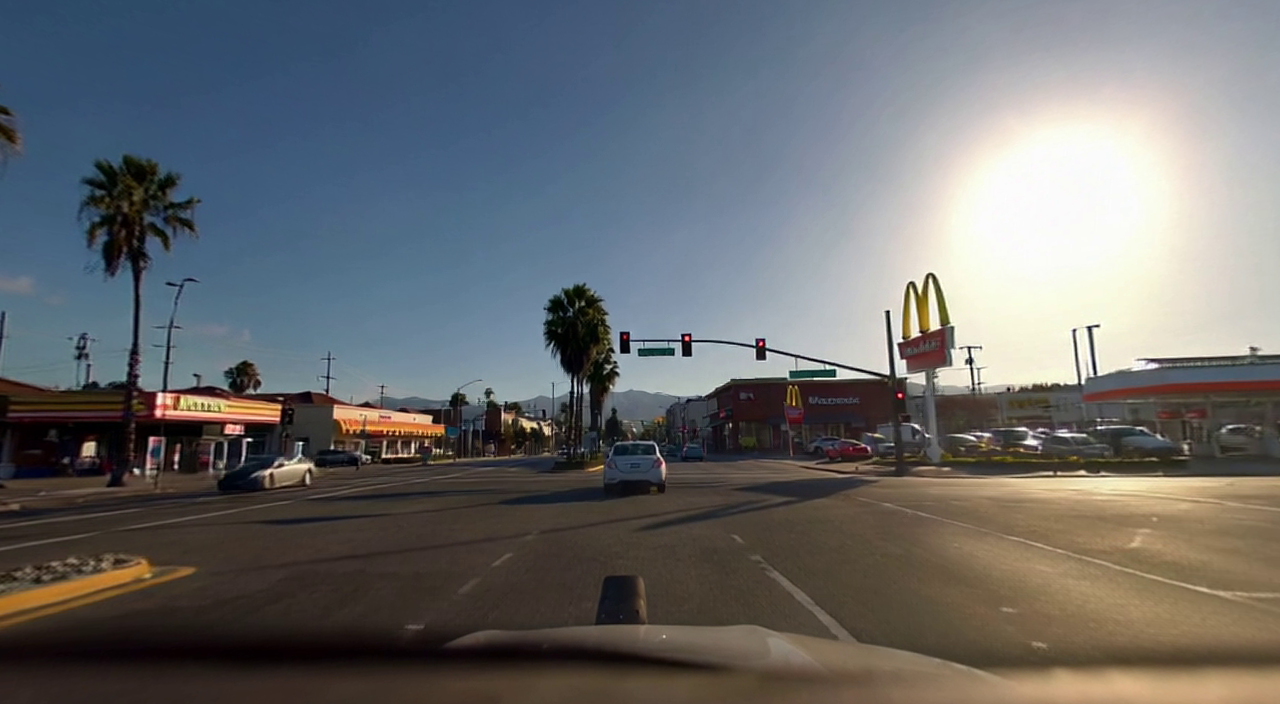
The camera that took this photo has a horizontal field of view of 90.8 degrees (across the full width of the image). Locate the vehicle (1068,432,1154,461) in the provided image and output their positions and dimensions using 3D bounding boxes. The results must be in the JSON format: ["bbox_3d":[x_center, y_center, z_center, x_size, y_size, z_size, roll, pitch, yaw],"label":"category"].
[{"bbox_3d":[26.288,5.318,35.442,1.923,1.501,3.849,-1,-9,2],"label":"vehicle"}]

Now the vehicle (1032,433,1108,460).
[{"bbox_3d":[24.203,5.348,35.714,1.738,1.462,3.609,0,-9,0],"label":"vehicle"}]

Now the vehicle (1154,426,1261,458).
[{"bbox_3d":[31.816,5.082,35.596,1.903,1.630,4.320,0,-9,-1],"label":"vehicle"}]

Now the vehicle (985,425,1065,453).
[{"bbox_3d":[24.504,5.577,40.322,3.783,1.560,1.853,-4,-10,11],"label":"vehicle"}]

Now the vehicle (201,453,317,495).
[{"bbox_3d":[-15.362,4.902,25.805,1.896,1.508,4.659,0,-9,-1],"label":"vehicle"}]

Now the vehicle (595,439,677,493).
[{"bbox_3d":[-0.148,3.547,19.989,2.270,1.475,4.571,0,-9,-1],"label":"vehicle"}]

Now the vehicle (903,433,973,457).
[{"bbox_3d":[19.497,6.102,41.482,3.833,1.495,1.892,-3,-9,17],"label":"vehicle"}]
